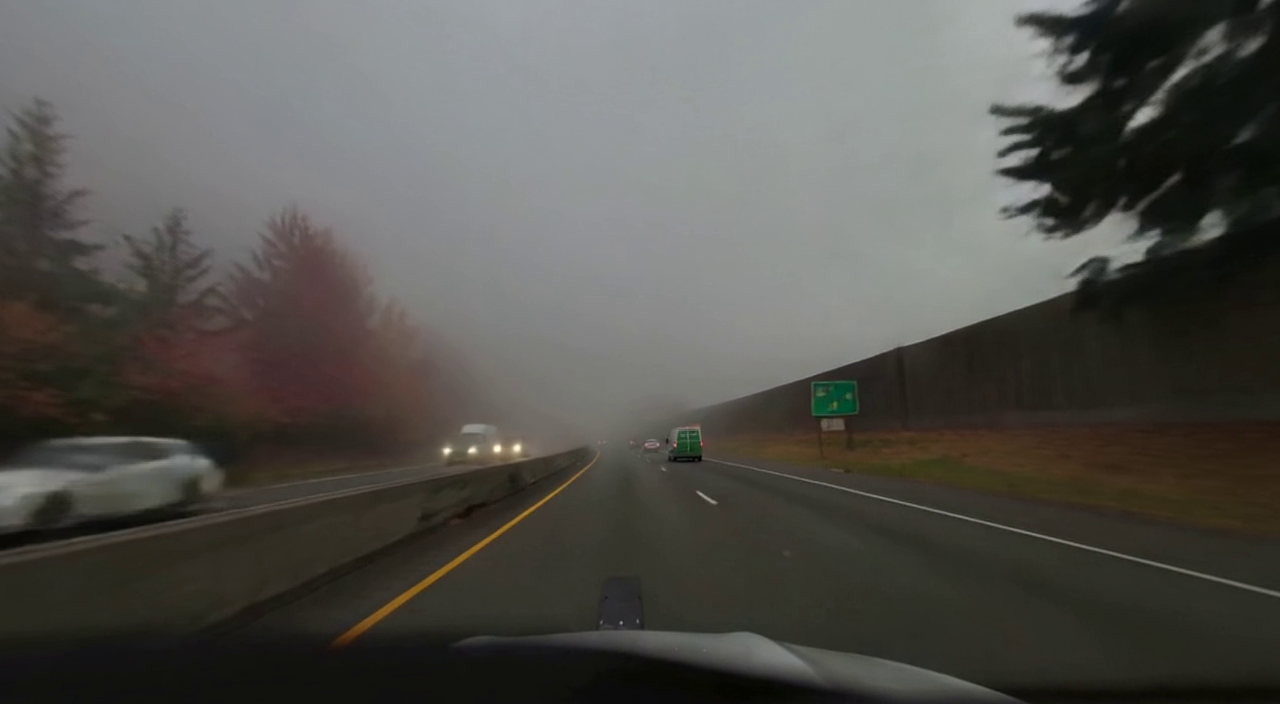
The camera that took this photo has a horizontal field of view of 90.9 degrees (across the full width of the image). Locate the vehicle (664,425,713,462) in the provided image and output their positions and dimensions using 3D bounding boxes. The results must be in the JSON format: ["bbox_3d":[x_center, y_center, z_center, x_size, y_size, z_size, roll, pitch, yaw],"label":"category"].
[{"bbox_3d":[2.868,5.603,38.591,2.393,2.072,4.958,1,-8,-2],"label":"vehicle"}]

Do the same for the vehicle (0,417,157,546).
[{"bbox_3d":[-8.419,1.568,7.797,1.784,1.501,3.916,1,-8,-1],"label":"vehicle"}]

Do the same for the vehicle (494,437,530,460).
[{"bbox_3d":[-9.025,6.853,44.727,1.797,1.509,3.905,1,-8,-1],"label":"vehicle"}]
